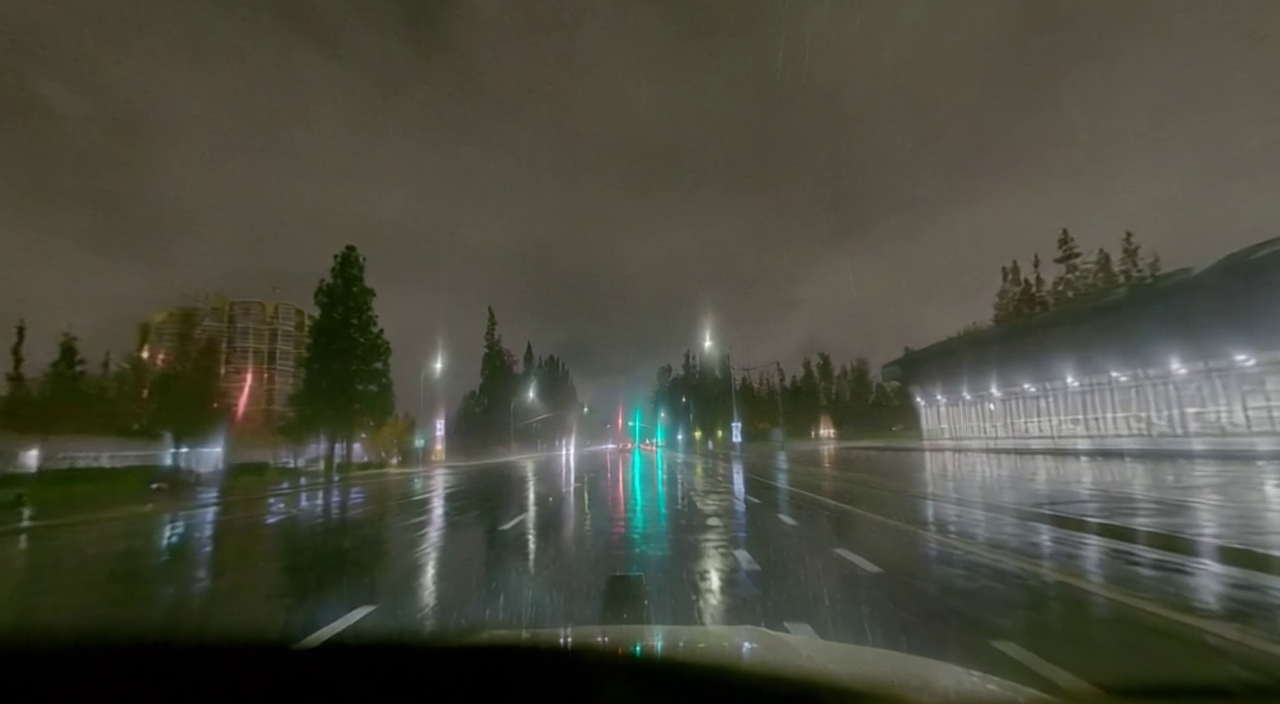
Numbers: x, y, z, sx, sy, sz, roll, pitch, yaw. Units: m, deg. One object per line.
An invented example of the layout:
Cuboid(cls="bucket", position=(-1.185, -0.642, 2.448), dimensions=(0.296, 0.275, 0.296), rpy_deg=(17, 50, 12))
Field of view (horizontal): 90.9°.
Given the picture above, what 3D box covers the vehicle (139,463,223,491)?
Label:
Cuboid(cls="vehicle", position=(-29.929, 8.152, 41.307), dimensions=(1.894, 1.552, 4.677), rpy_deg=(0, -8, 2))
